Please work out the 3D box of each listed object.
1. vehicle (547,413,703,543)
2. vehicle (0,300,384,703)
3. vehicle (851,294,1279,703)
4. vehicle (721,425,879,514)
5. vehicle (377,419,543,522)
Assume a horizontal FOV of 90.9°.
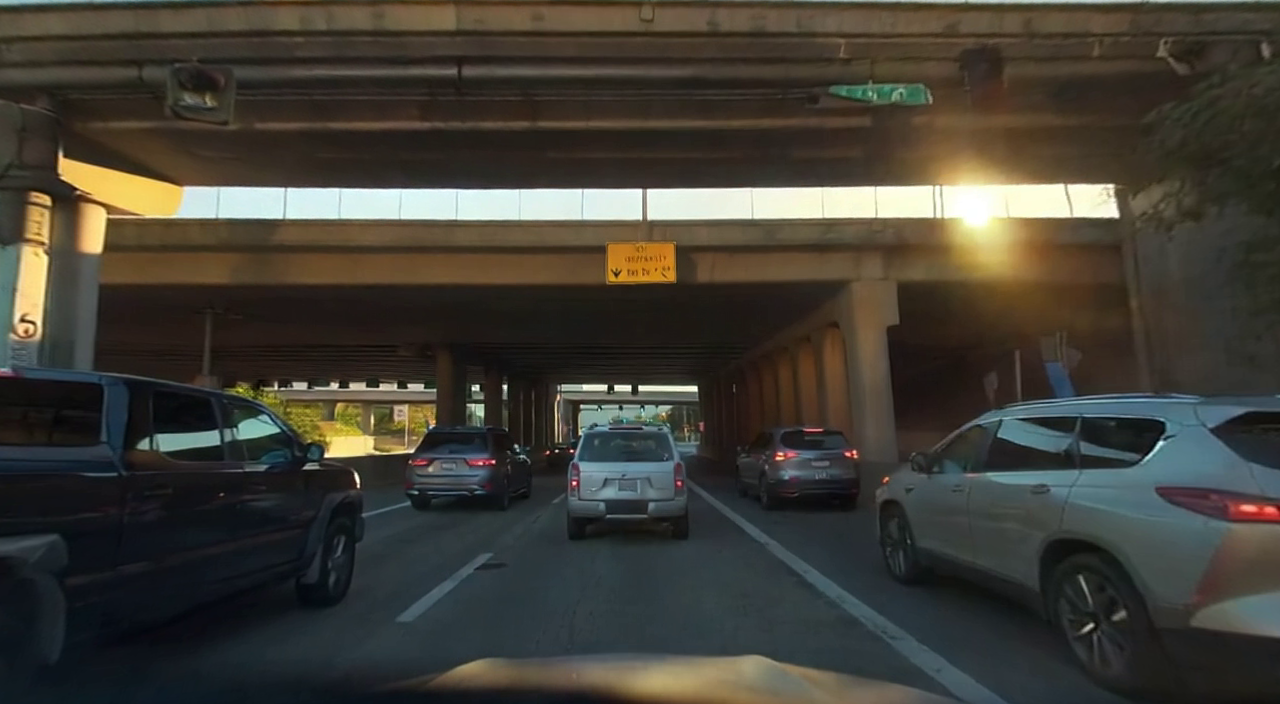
[{"bbox_3d":[-0.246,1.988,10.488,2.097,1.748,3.794,0,-8,-1],"label":"vehicle"},{"bbox_3d":[-3.404,0.877,3.373,2.074,1.814,4.596,0,-8,1],"label":"vehicle"},{"bbox_3d":[3.686,1.076,4.966,2.401,1.968,4.841,0,-8,1],"label":"vehicle"},{"bbox_3d":[3.463,2.681,14.976,2.234,1.720,5.378,0,-8,-1],"label":"vehicle"},{"bbox_3d":[-3.346,2.294,12.693,2.127,1.720,4.064,0,-8,0],"label":"vehicle"}]
